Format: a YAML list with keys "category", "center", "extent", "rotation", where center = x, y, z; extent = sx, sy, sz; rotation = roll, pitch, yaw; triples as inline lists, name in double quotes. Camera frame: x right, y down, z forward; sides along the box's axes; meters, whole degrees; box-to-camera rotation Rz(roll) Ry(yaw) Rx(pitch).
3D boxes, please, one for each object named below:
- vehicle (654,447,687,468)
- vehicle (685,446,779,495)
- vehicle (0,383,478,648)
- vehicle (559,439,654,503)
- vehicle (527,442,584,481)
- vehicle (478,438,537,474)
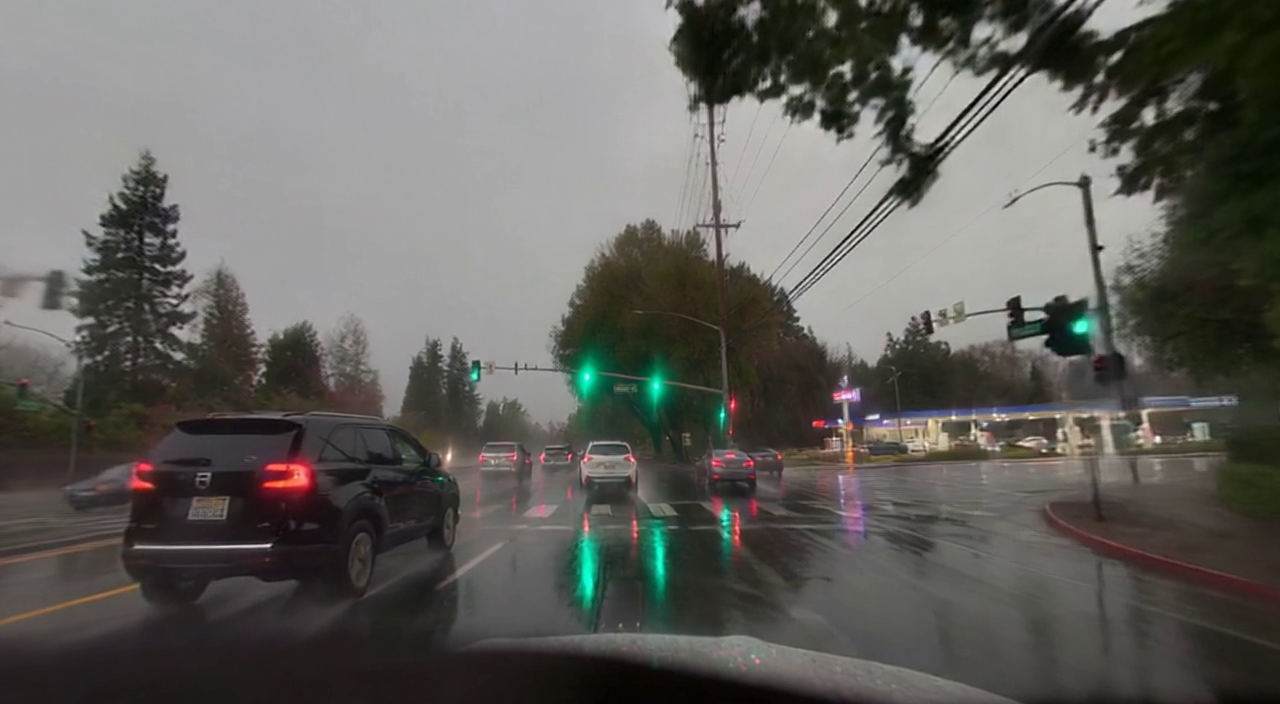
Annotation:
- category: "vehicle"
  center: [2.155, 7.708, 46.262]
  extent: [2.069, 1.464, 4.599]
  rotation: [0, -9, -2]
- category: "vehicle"
  center: [2.629, 3.515, 19.216]
  extent: [2.065, 1.302, 4.416]
  rotation: [0, -9, -2]
- category: "vehicle"
  center: [-3.159, 1.356, 6.289]
  extent: [1.922, 1.642, 4.547]
  rotation: [0, -9, 0]
- category: "vehicle"
  center: [-0.837, 3.068, 16.725]
  extent: [2.189, 1.437, 4.135]
  rotation: [0, -9, -2]
- category: "vehicle"
  center: [-3.633, 4.776, 27.833]
  extent: [1.953, 1.530, 4.335]
  rotation: [0, -9, -1]
- category: "vehicle"
  center: [-7.701, 6.115, 37.317]
  extent: [2.385, 1.918, 5.056]
  rotation: [0, -9, 0]
